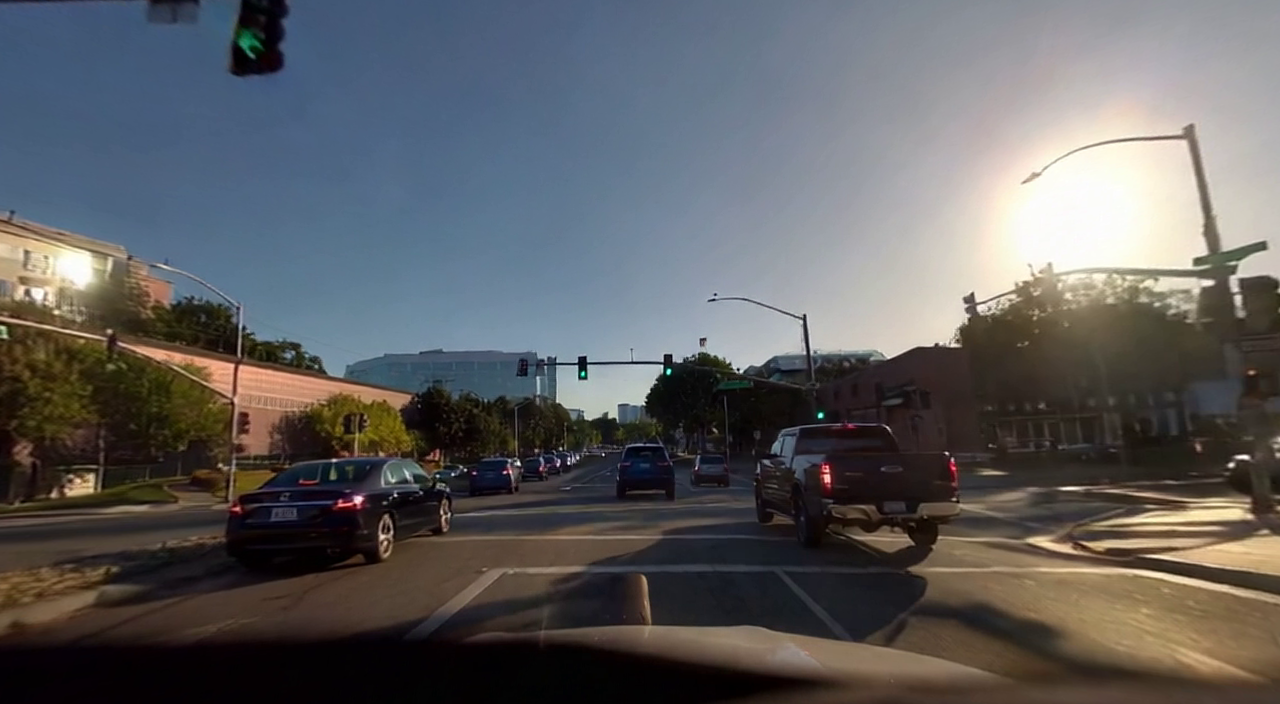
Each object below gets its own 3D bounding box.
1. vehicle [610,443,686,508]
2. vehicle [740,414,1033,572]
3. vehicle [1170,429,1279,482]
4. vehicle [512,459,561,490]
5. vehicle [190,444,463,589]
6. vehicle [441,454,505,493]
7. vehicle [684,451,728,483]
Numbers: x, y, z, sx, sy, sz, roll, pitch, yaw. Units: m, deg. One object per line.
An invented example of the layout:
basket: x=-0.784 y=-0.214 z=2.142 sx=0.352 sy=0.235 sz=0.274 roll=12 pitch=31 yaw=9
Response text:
vehicle: x=0.262 y=3.722 z=19.544 sx=2.113 sy=1.768 sz=3.901 roll=0 pitch=-8 yaw=1
vehicle: x=3.404 y=2.111 z=10.515 sx=2.571 sy=1.857 sz=5.841 roll=0 pitch=-8 yaw=0
vehicle: x=25.048 y=4.095 z=25.259 sx=5.370 sy=1.974 sz=2.299 roll=-1 pitch=-9 yaw=3
vehicle: x=-5.526 y=6.596 z=34.074 sx=1.882 sy=1.342 sz=3.755 roll=-4 pitch=-9 yaw=1
vehicle: x=-3.935 y=2.067 z=9.028 sx=1.909 sy=1.476 sz=4.751 roll=1 pitch=-8 yaw=-6
vehicle: x=-8.920 y=6.502 z=34.104 sx=2.069 sy=1.717 sz=4.658 roll=-4 pitch=-9 yaw=1
vehicle: x=4.321 y=7.585 z=42.091 sx=2.408 sy=1.908 sz=5.355 roll=0 pitch=-8 yaw=0
